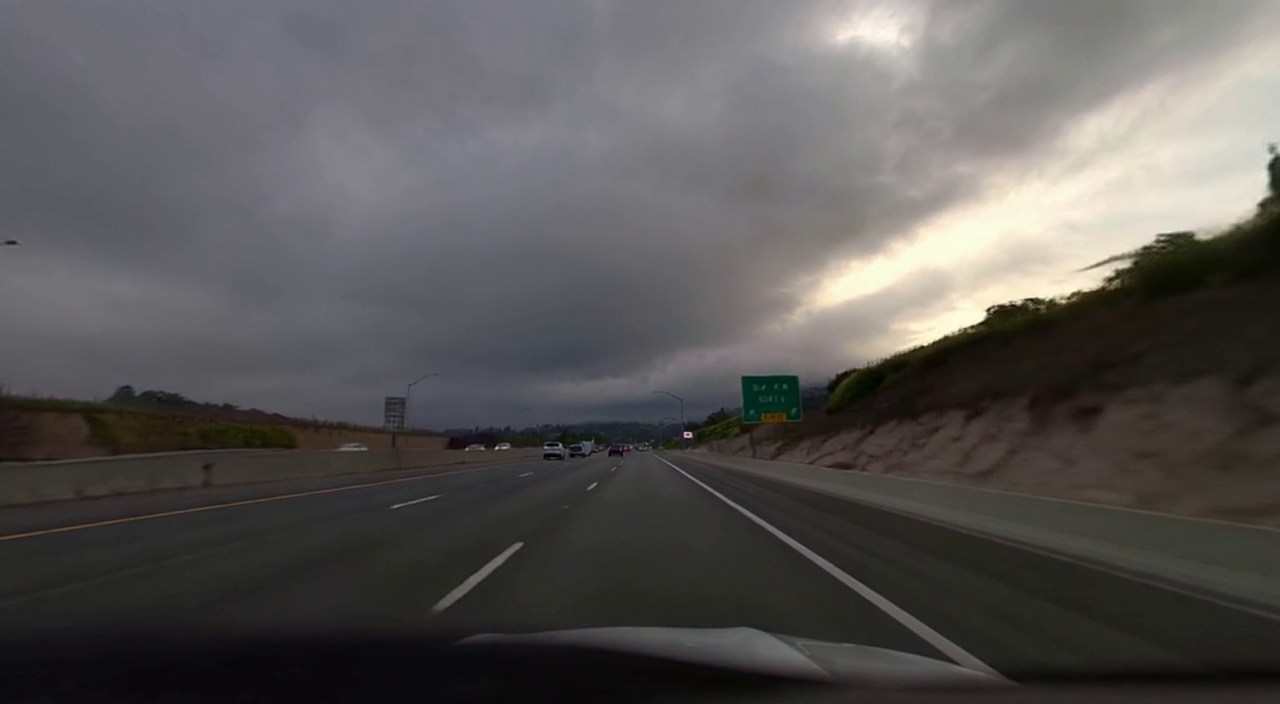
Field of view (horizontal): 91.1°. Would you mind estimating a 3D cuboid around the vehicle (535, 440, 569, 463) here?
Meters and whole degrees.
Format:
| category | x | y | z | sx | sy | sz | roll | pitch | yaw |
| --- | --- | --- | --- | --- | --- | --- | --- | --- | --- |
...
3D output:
| category | x | y | z | sx | sy | sz | roll | pitch | yaw |
| --- | --- | --- | --- | --- | --- | --- | --- | --- | --- |
| vehicle | -6.712 | 7.666 | 48.423 | 1.972 | 1.660 | 4.254 | 0 | -9 | 1 |
